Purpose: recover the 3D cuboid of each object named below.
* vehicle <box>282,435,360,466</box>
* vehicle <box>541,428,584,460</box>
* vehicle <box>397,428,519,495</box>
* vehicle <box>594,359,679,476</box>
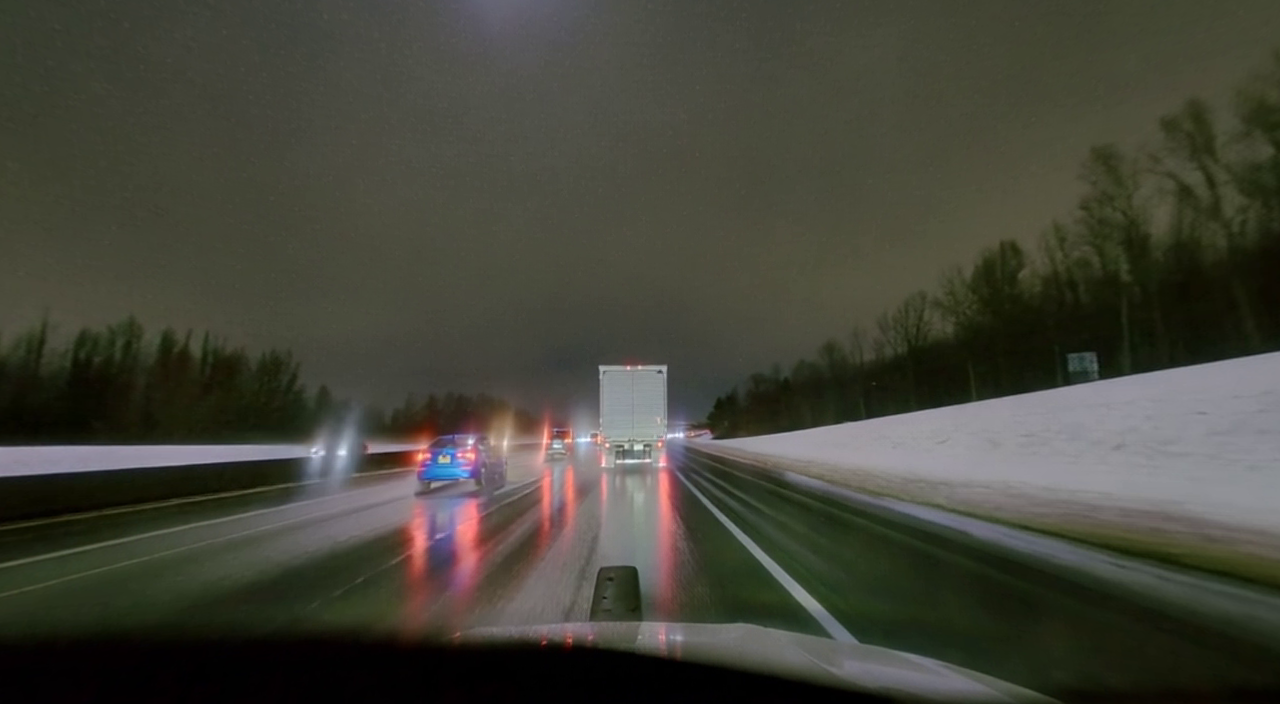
[{"bbox_3d":[-17.934,5.548,35.623,1.992,1.643,4.609,0,-8,0],"label":"vehicle"},{"bbox_3d":[-4.634,5.566,38.184,2.019,1.834,4.644,0,-8,0],"label":"vehicle"},{"bbox_3d":[-4.632,2.828,16.768,1.931,1.539,4.441,0,-8,0],"label":"vehicle"},{"bbox_3d":[-0.249,2.928,26.895,2.953,4.041,10.072,0,-8,-2],"label":"vehicle"}]
